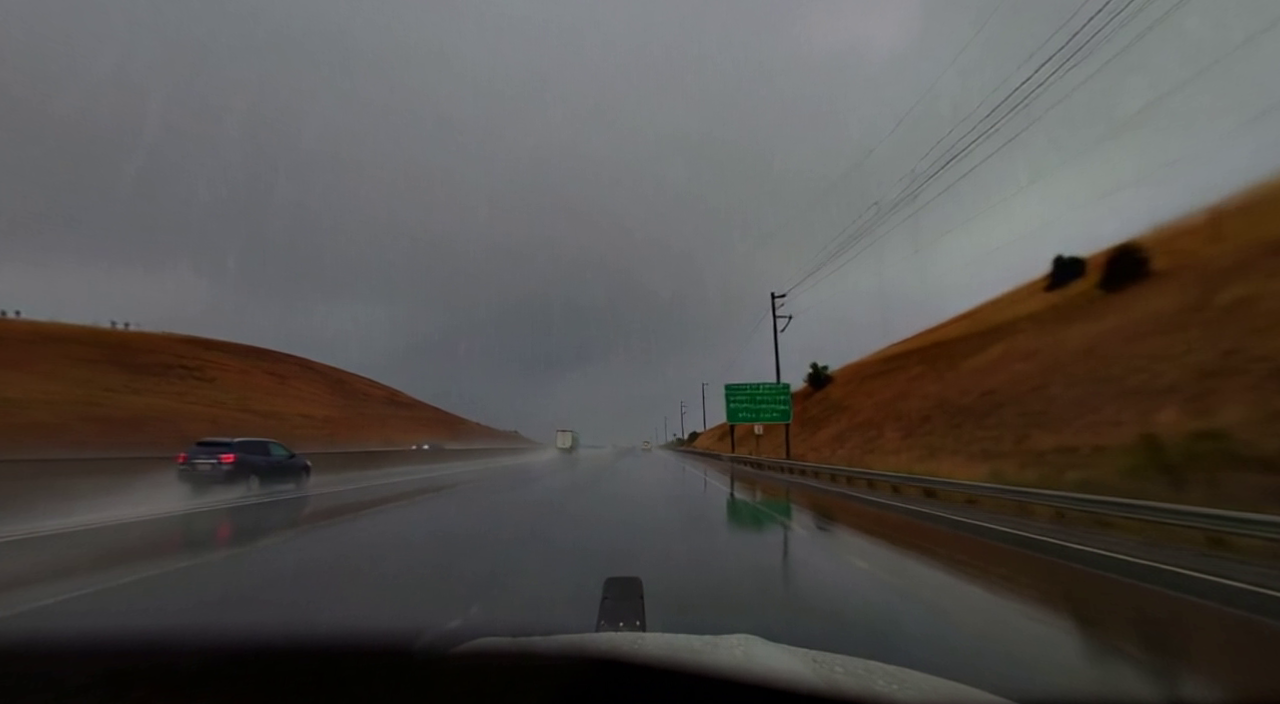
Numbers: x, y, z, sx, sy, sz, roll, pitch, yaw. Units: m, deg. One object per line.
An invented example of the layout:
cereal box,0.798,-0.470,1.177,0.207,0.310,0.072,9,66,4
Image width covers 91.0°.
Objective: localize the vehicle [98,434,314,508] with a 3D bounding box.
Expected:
vehicle,-10.648,2.928,16.071,1.971,1.558,4.847,0,-9,1
